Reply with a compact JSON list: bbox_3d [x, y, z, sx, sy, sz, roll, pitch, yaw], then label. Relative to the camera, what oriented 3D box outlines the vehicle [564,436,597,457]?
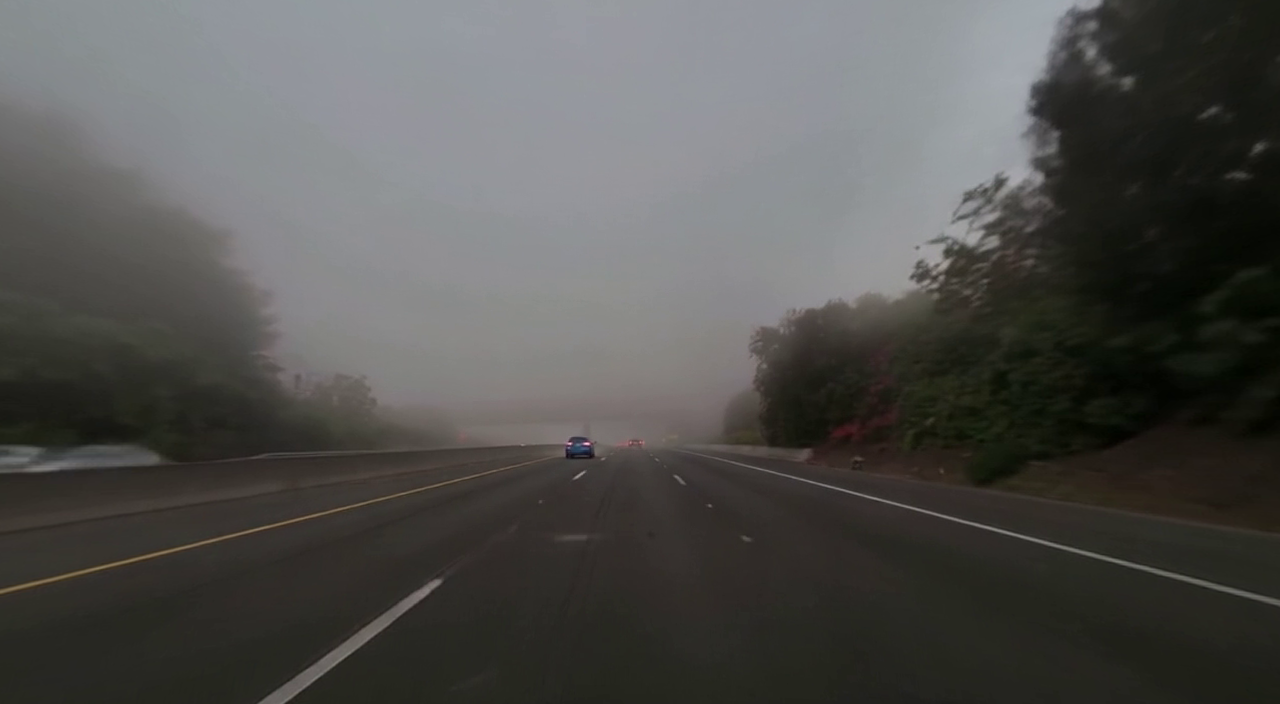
[{"bbox_3d":[-4.479,7.194,48.263,2.074,1.535,4.437,0,-8,0],"label":"vehicle"}]
